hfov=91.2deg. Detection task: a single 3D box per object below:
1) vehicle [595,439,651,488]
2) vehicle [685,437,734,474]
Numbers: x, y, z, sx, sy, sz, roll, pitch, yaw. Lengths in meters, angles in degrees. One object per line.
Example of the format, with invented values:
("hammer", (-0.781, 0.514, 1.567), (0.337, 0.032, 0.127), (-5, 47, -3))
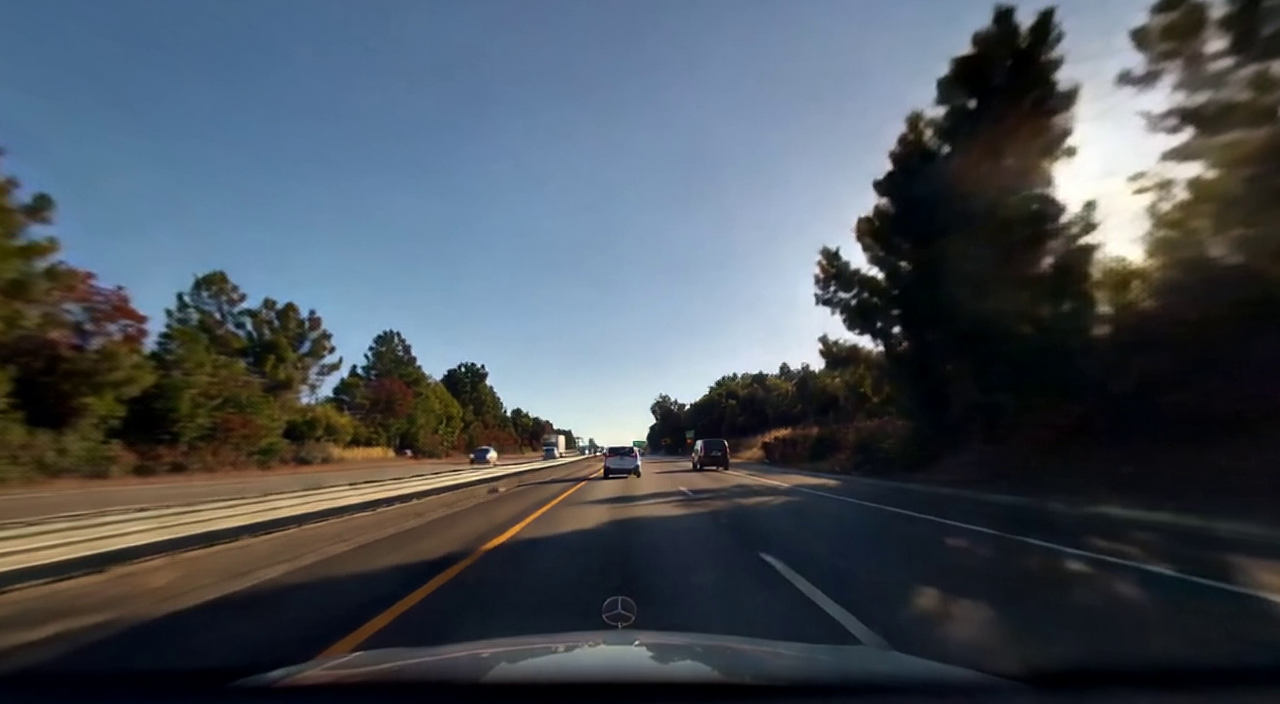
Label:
("vehicle", (-0.625, 4.245, 24.153), (1.963, 1.711, 4.284), (0, -9, -1))
("vehicle", (3.880, 5.918, 35.899), (2.179, 1.930, 4.538), (0, -9, -1))
